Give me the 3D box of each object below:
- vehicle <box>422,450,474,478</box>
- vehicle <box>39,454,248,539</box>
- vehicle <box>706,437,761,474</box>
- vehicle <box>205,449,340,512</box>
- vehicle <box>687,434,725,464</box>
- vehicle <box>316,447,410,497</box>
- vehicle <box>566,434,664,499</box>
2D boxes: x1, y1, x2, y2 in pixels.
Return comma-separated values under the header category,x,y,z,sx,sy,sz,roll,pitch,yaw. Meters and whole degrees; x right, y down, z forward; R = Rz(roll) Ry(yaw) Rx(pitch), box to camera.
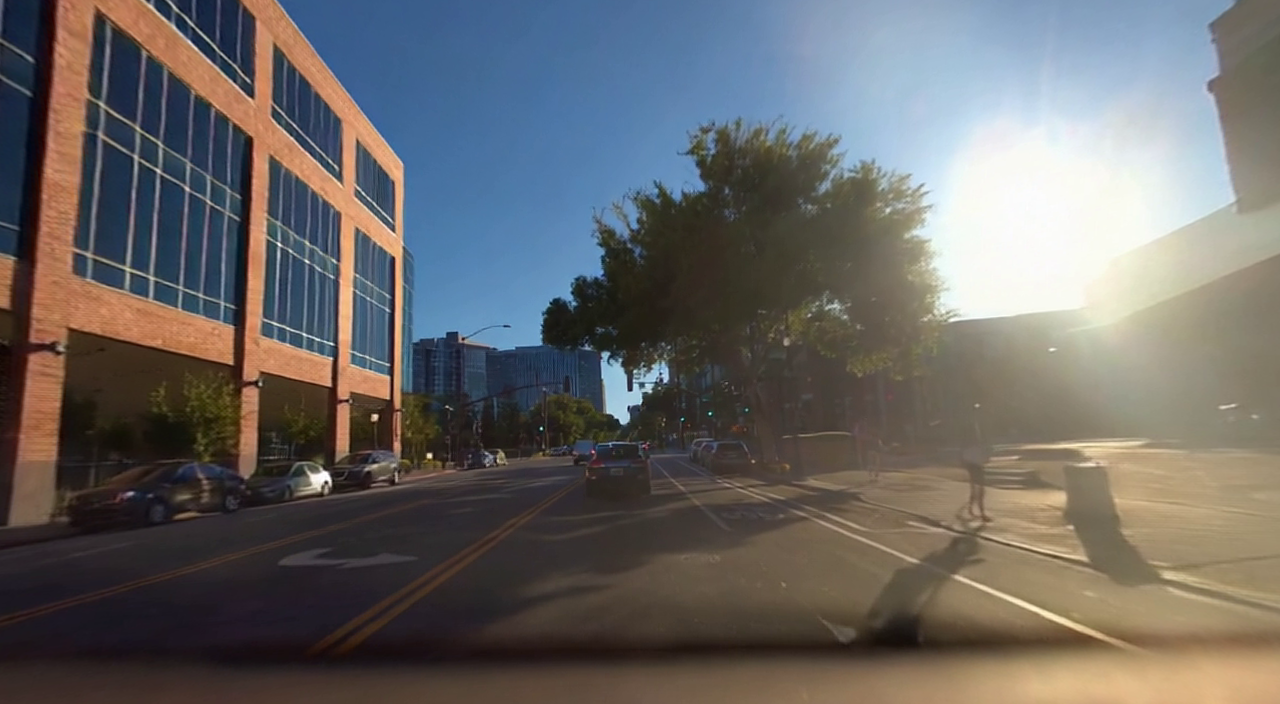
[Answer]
category,x,y,z,sx,sy,sz,roll,pitch,yaw
vehicle,-12.237,7.135,40.596,1.968,1.469,4.523,-3,-8,-1
vehicle,-12.037,3.468,15.757,1.976,1.577,4.091,-5,-8,-1
vehicle,4.456,4.997,30.770,1.924,1.645,4.528,0,-8,0
vehicle,-12.162,4.236,21.359,1.945,1.712,4.648,-4,-8,-2
vehicle,4.497,6.667,43.608,1.972,1.822,4.889,-2,-8,-1
vehicle,-11.973,5.170,27.713,2.090,1.784,4.832,-4,-8,-2
vehicle,-0.579,2.961,16.699,2.269,1.479,3.980,0,-8,0
